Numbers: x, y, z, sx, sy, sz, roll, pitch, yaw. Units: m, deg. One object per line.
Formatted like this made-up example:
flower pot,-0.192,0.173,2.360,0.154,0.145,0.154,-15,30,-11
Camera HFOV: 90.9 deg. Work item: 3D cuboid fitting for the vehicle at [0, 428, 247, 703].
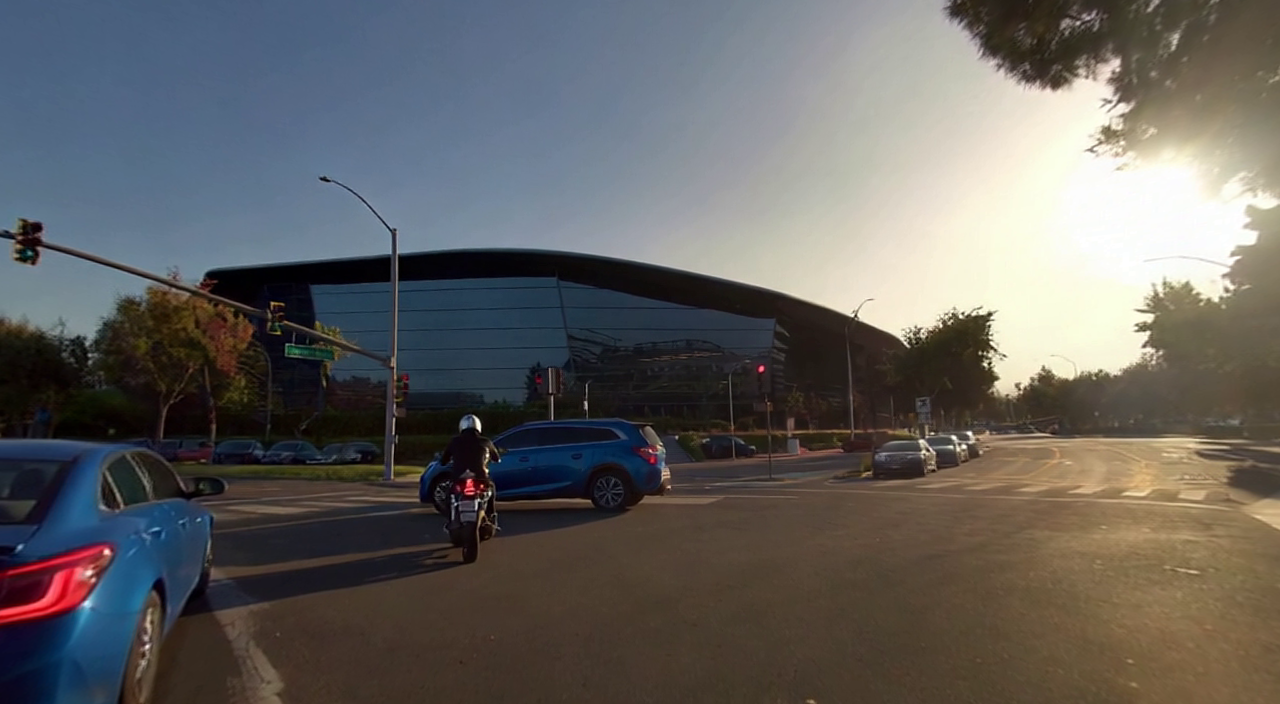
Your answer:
vehicle,-4.142,1.306,4.370,2.009,1.450,4.182,5,-10,-36

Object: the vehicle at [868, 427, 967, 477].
vehicle,10.346,3.659,23.320,2.084,1.656,4.583,-7,-11,38

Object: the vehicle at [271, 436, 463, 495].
vehicle,-7.373,3.100,17.352,4.401,1.480,1.864,-1,-8,3

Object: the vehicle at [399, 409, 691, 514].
vehicle,-2.059,2.320,13.867,5.833,1.960,2.341,2,-9,-16
